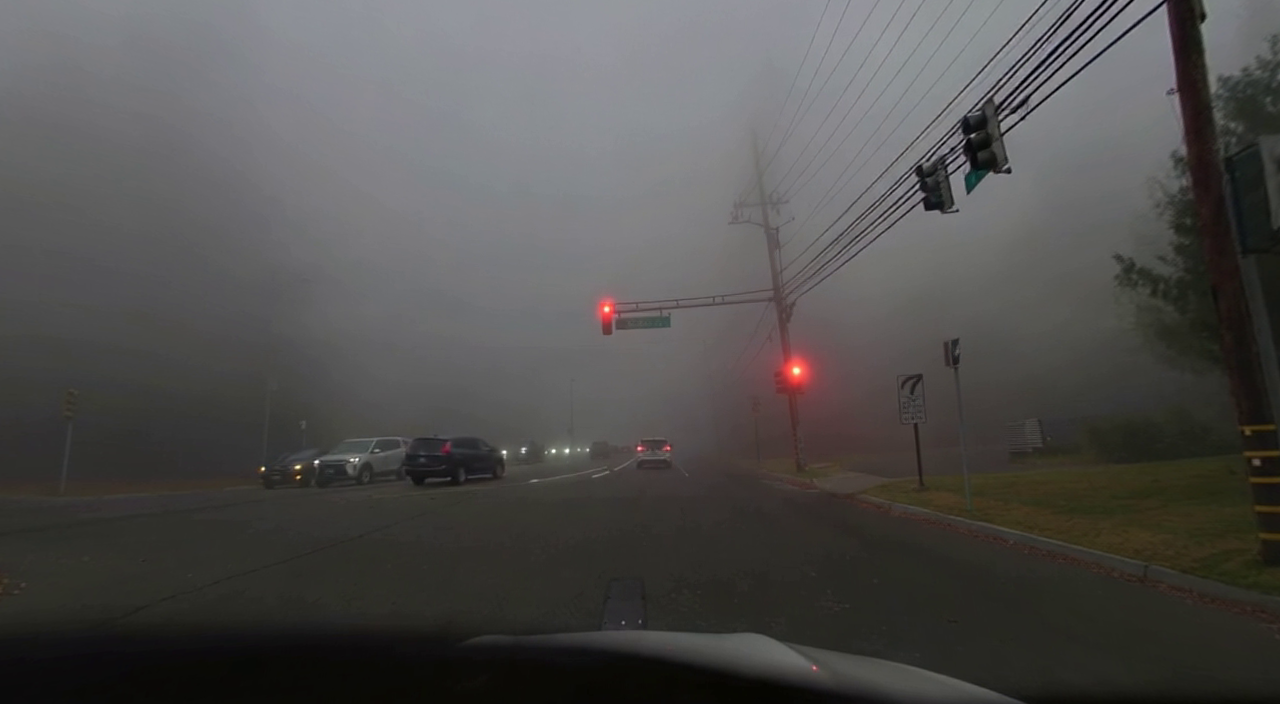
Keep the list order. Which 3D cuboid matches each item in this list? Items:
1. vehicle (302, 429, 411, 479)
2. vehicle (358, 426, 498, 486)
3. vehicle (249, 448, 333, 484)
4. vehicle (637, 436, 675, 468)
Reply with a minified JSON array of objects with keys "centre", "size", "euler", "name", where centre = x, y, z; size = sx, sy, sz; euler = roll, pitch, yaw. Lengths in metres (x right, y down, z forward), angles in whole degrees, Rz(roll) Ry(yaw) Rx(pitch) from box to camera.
[{"centre":[-13.113,4.765,29.630],"size":[2.350,2.104,5.828],"euler":[0,-8,1],"name":"vehicle"},{"centre":[-7.717,3.836,23.407],"size":[2.175,1.957,4.686],"euler":[-5,-10,26],"name":"vehicle"},{"centre":[-17.092,5.588,31.009],"size":[1.942,1.477,3.957],"euler":[-4,-9,0],"name":"vehicle"},{"centre":[0.928,5.731,36.036],"size":[2.010,1.681,4.682],"euler":[-1,-8,2],"name":"vehicle"}]
